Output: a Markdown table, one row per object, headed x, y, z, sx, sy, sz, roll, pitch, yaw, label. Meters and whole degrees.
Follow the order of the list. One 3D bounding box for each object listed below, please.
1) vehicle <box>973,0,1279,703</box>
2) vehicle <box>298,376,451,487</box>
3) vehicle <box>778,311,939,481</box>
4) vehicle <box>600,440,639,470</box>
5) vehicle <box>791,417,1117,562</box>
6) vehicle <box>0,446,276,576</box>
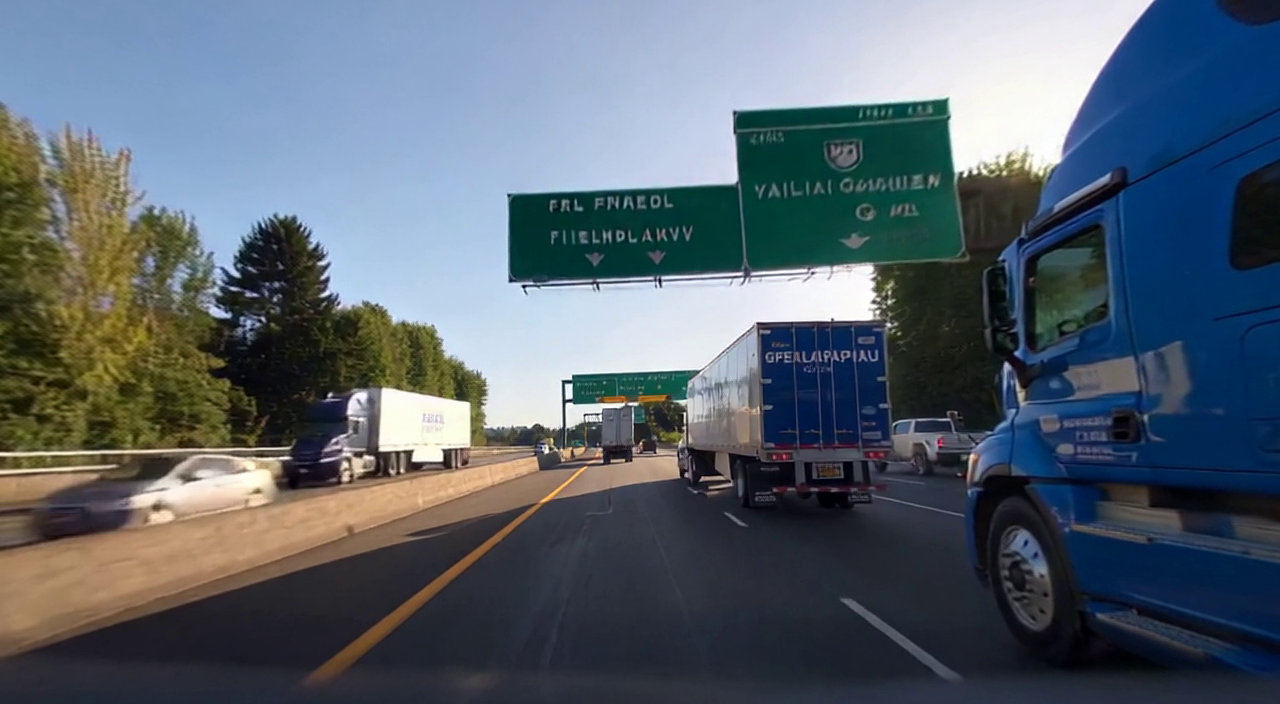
| x | y | z | sx | sy | sz | roll | pitch | yaw | label |
| --- | --- | --- | --- | --- | --- | --- | --- | --- | --- |
| 4.023 | -0.226 | 1.479 | 2.951 | 3.857 | 5.902 | 0 | -8 | -2 | vehicle |
| -13.064 | 4.206 | 32.792 | 2.972 | 4.669 | 12.286 | 0 | -8 | -2 | vehicle |
| 4.148 | 0.898 | 12.367 | 2.244 | 3.047 | 2.035 | 0 | -8 | -2 | vehicle |
| -1.076 | 5.447 | 33.474 | 1.943 | 1.491 | 3.459 | 0 | -8 | -1 | vehicle |
| 4.434 | 1.745 | 8.808 | 4.253 | 1.543 | 2.045 | 4 | -9 | -31 | vehicle |
| -8.455 | 2.417 | 10.523 | 2.045 | 1.603 | 4.731 | 0 | -8 | -2 | vehicle |
